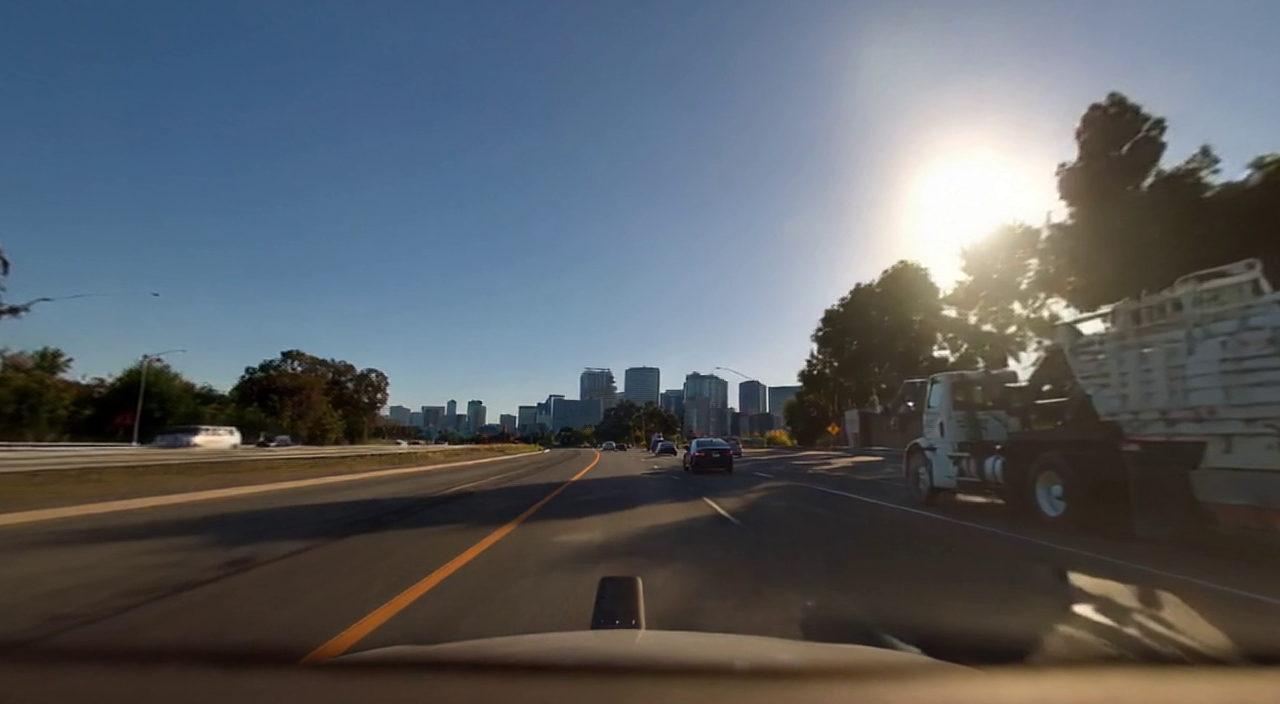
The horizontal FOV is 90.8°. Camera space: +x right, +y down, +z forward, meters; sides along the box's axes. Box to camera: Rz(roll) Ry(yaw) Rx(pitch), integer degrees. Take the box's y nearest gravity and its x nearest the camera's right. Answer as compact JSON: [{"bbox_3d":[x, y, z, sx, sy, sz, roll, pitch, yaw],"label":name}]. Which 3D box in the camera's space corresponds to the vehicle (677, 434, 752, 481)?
[{"bbox_3d":[2.915,4.248,25.775,2.305,1.729,4.526,1,-8,-2],"label":"vehicle"}]
